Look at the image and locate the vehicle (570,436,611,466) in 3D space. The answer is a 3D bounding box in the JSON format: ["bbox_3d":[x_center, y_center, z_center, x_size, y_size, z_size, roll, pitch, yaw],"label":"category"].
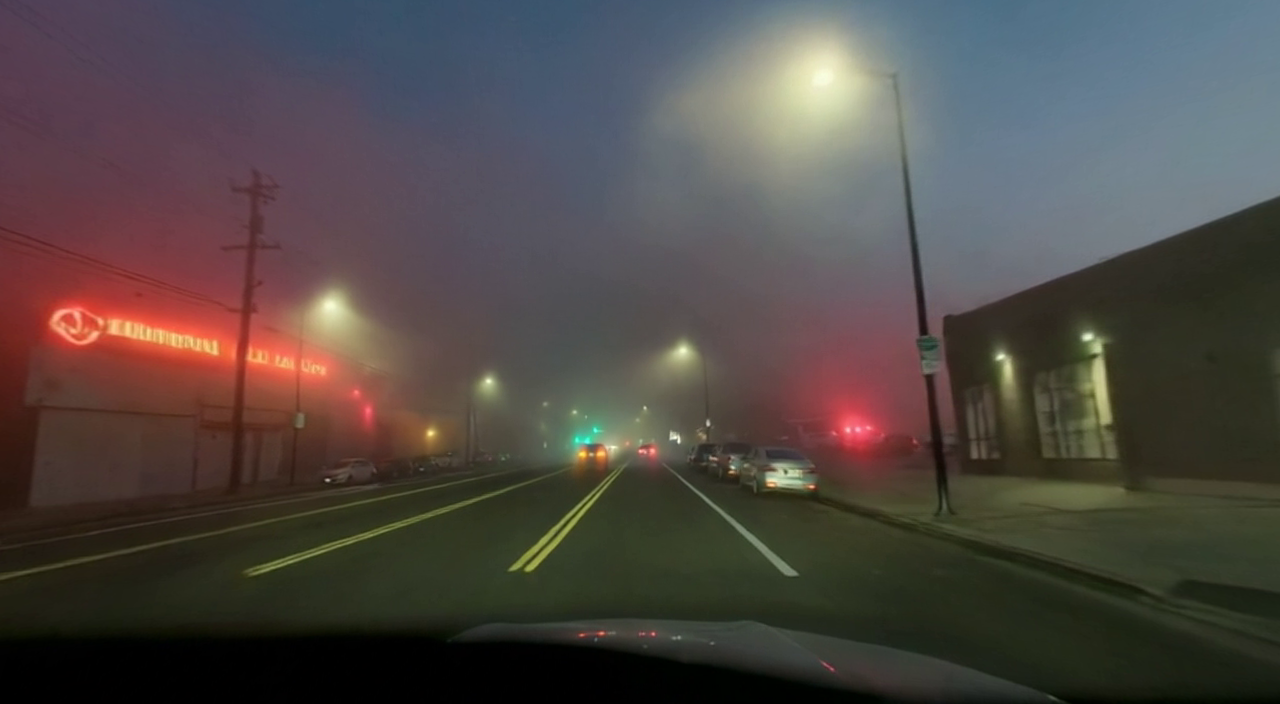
[{"bbox_3d":[-3.269,6.659,42.710,2.348,1.831,4.737,0,-8,0],"label":"vehicle"}]

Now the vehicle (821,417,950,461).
[{"bbox_3d":[12.687,4.514,32.947,5.603,1.659,2.393,-5,-7,-3],"label":"vehicle"}]

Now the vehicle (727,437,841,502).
[{"bbox_3d":[3.840,3.224,17.873,2.042,1.487,5.033,2,-8,0],"label":"vehicle"}]

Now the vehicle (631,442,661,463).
[{"bbox_3d":[0.446,7.411,46.805,2.099,1.470,4.270,0,-8,0],"label":"vehicle"}]

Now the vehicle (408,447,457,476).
[{"bbox_3d":[-15.141,7.992,46.434,2.020,1.695,4.629,-8,-7,-2],"label":"vehicle"}]

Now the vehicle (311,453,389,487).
[{"bbox_3d":[-15.309,6.222,33.634,1.883,1.493,4.880,-2,-8,0],"label":"vehicle"}]

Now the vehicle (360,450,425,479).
[{"bbox_3d":[-15.331,6.981,39.413,2.076,1.518,4.981,-2,-8,0],"label":"vehicle"}]
